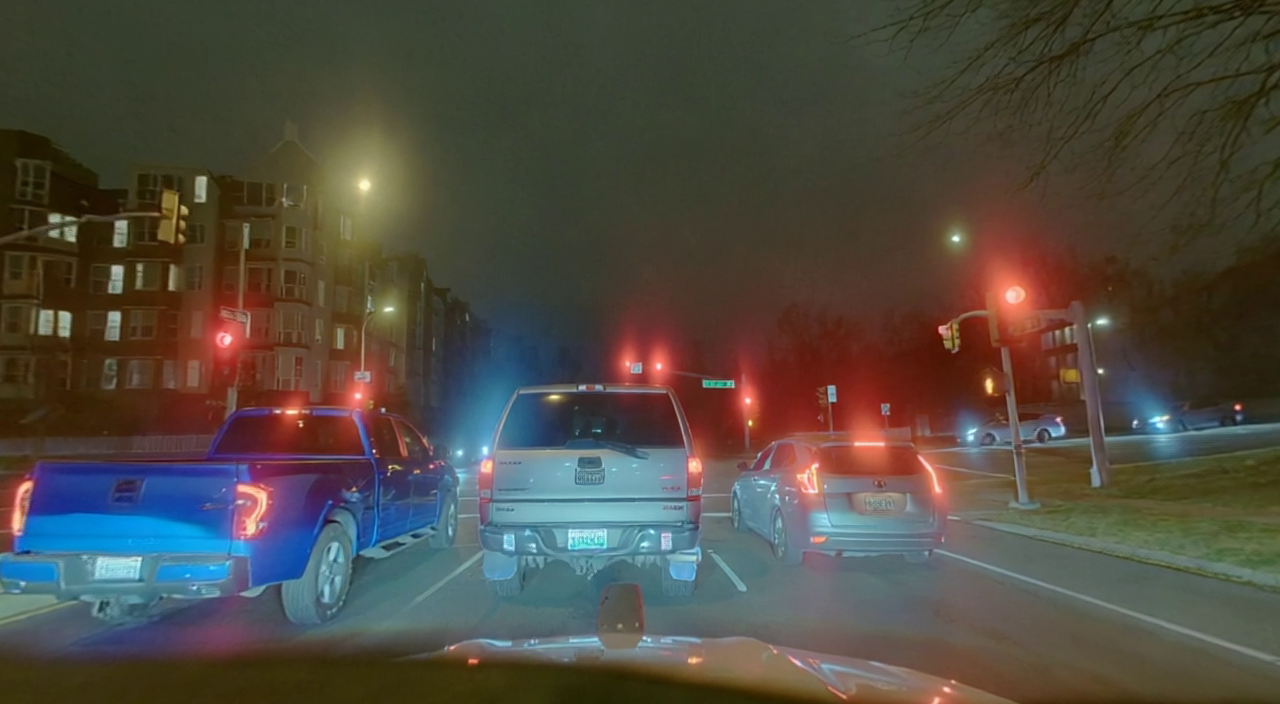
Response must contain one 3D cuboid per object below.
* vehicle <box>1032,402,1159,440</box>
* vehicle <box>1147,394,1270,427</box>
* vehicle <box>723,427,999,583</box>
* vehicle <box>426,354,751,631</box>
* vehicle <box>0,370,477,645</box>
[{"bbox_3d":[23.290,3.590,32.481,4.721,1.866,2.188,0,-9,2],"label":"vehicle"},{"bbox_3d":[29.320,3.043,32.661,4.540,1.543,1.803,0,-9,0],"label":"vehicle"},{"bbox_3d":[2.421,1.803,8.323,2.016,1.481,4.336,0,-9,-1],"label":"vehicle"},{"bbox_3d":[-0.398,1.313,6.770,2.282,1.964,4.421,0,-9,-1],"label":"vehicle"},{"bbox_3d":[-3.464,1.417,6.881,2.146,1.828,5.148,0,-9,-2],"label":"vehicle"}]
